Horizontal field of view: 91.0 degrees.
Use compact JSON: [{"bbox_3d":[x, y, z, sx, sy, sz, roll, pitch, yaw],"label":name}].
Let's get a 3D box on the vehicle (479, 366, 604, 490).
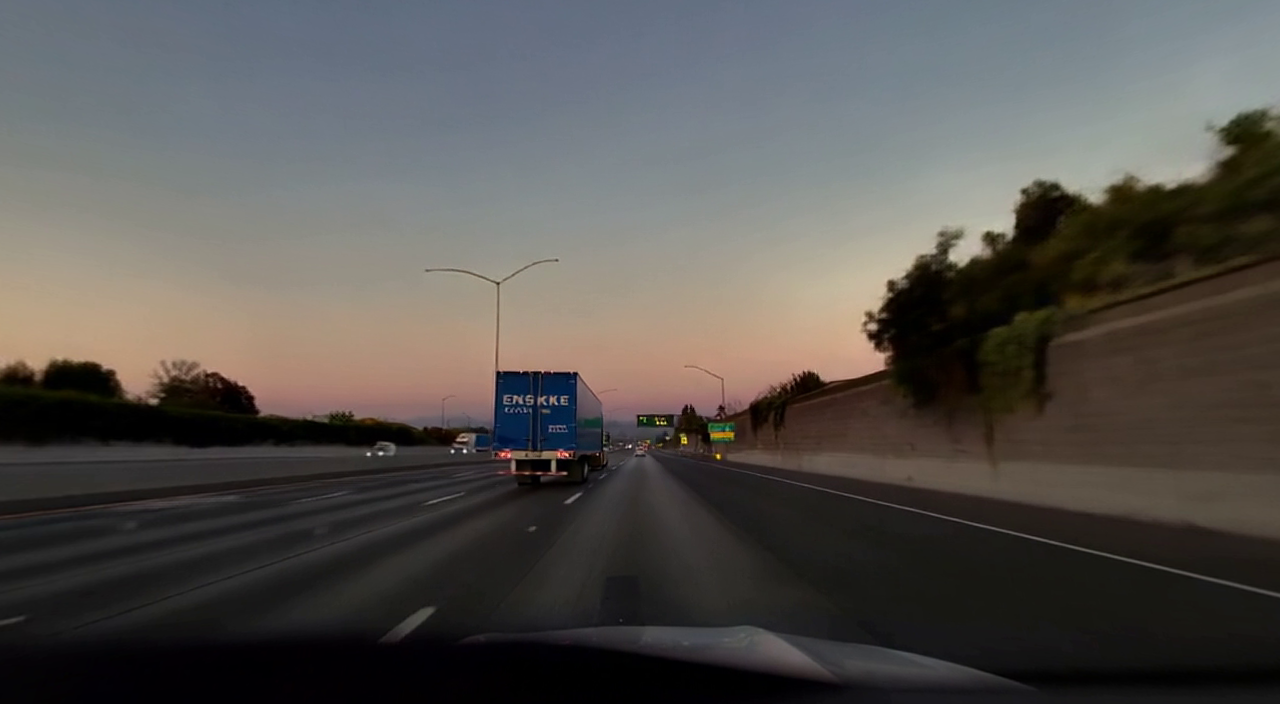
[{"bbox_3d":[-3.460,3.258,25.709,3.059,3.956,11.036,0,-9,1],"label":"vehicle"}]
